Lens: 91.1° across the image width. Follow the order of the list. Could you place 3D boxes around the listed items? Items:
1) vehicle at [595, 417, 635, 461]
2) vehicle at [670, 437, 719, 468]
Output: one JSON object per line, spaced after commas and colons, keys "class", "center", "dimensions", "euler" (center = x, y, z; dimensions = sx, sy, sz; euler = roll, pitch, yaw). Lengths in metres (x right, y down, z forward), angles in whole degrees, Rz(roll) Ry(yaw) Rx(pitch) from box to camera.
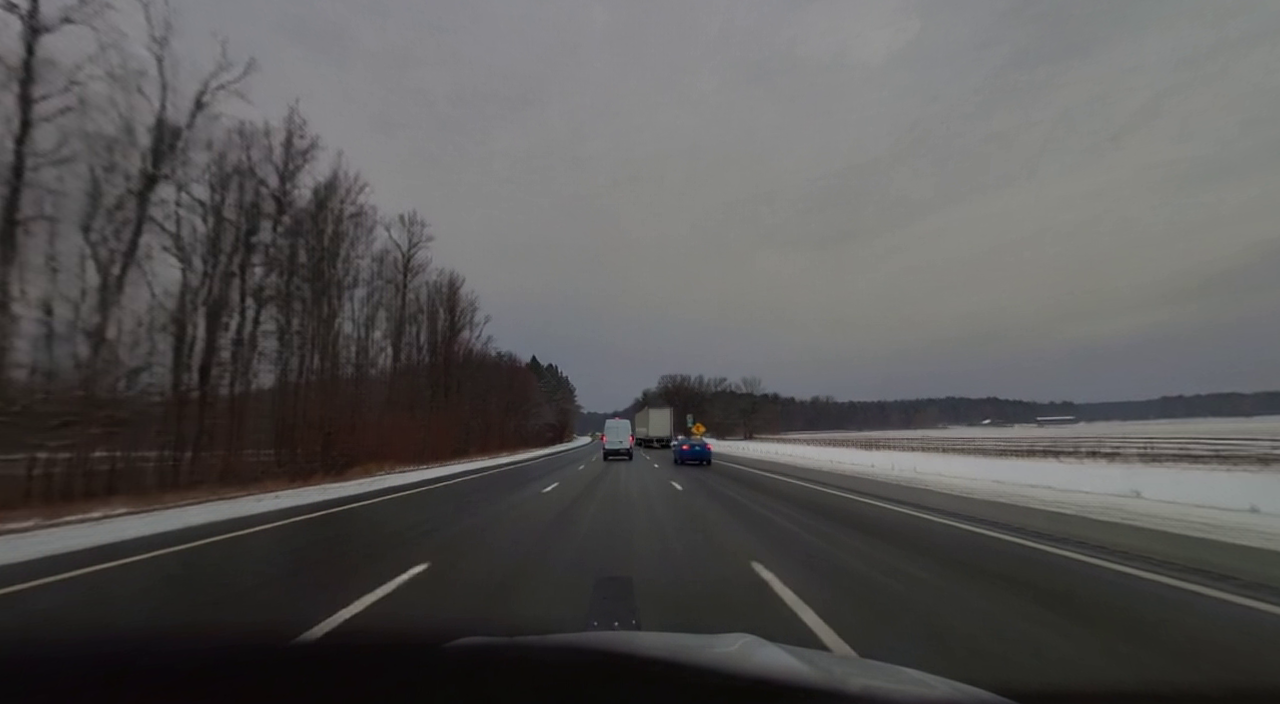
{"class": "vehicle", "center": [-1.521, 5.600, 40.426], "dimensions": [2.389, 2.637, 5.437], "euler": [0, -8, -1]}
{"class": "vehicle", "center": [2.744, 5.130, 32.460], "dimensions": [1.962, 1.508, 4.363], "euler": [0, -8, -3]}
